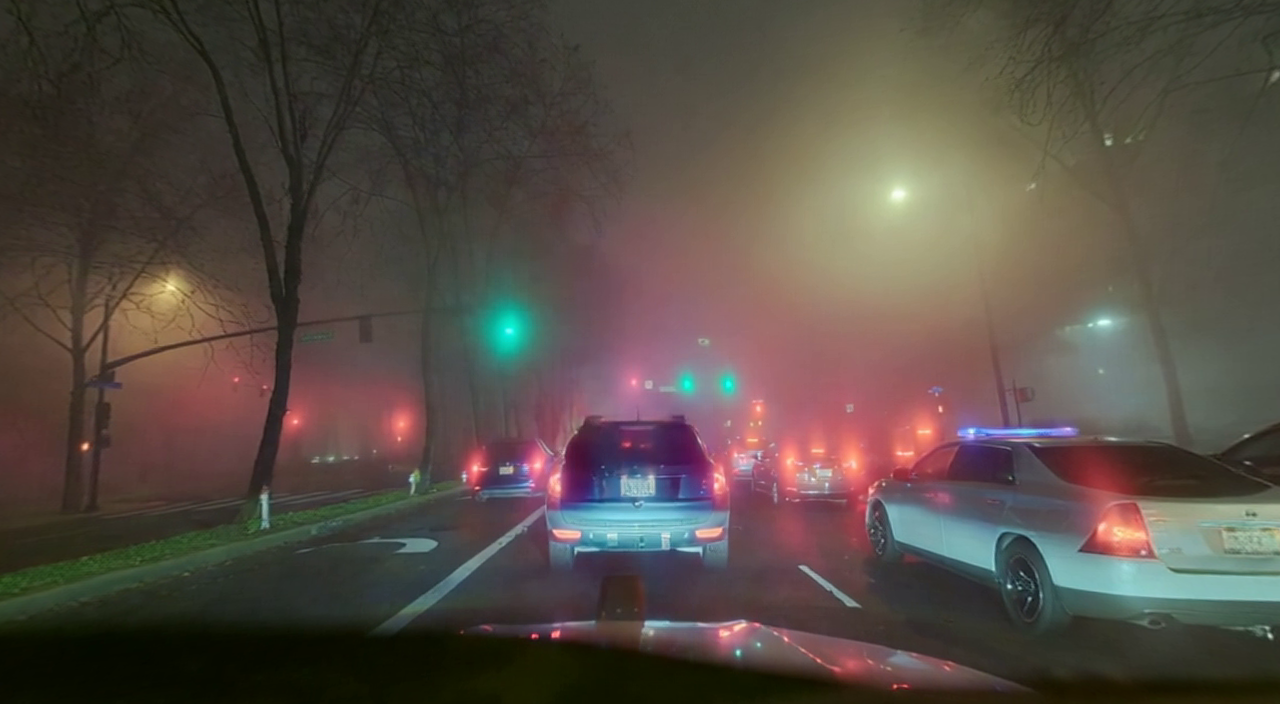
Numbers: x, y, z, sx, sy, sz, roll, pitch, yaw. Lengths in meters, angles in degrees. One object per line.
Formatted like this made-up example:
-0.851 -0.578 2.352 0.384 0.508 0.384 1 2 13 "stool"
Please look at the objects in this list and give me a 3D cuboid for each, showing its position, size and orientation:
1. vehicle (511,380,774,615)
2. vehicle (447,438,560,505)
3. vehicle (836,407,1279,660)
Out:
-0.028 1.459 7.259 2.038 1.819 4.505 0 -8 -1 "vehicle"
-3.301 2.978 16.206 1.913 1.464 4.276 0 -8 0 "vehicle"
3.653 1.408 6.074 1.995 1.483 4.533 0 -8 -1 "vehicle"
